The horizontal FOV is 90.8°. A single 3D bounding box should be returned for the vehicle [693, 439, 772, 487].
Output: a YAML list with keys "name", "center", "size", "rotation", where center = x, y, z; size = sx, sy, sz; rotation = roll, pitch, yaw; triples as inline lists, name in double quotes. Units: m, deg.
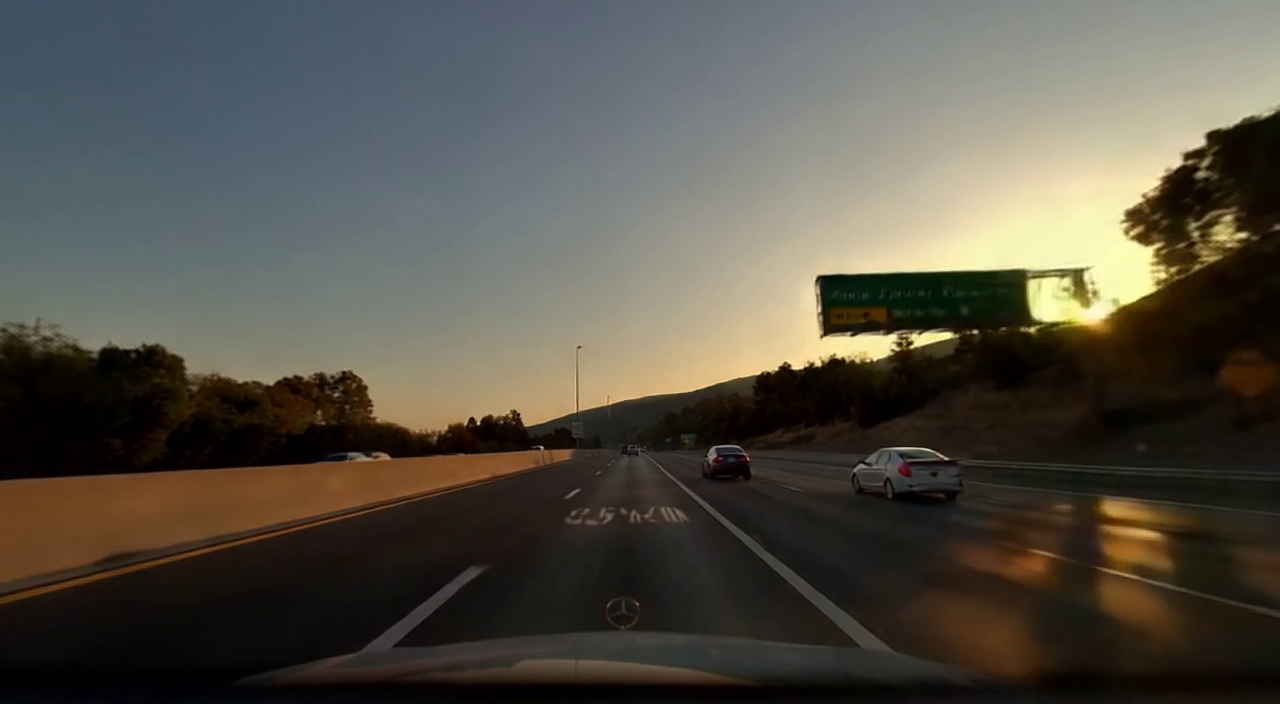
- name: "vehicle"
  center: [3.196, 3.944, 22.740]
  size: [2.056, 1.553, 4.320]
  rotation: [0, -9, -1]

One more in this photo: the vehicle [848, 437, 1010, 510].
- name: "vehicle"
  center: [6.814, 2.894, 15.467]
  size: [2.038, 1.528, 3.910]
  rotation: [0, -9, -1]

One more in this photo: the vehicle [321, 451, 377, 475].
- name: "vehicle"
  center: [-18.101, 6.904, 39.451]
  size: [1.786, 1.293, 3.624]
  rotation: [1, -8, -1]
